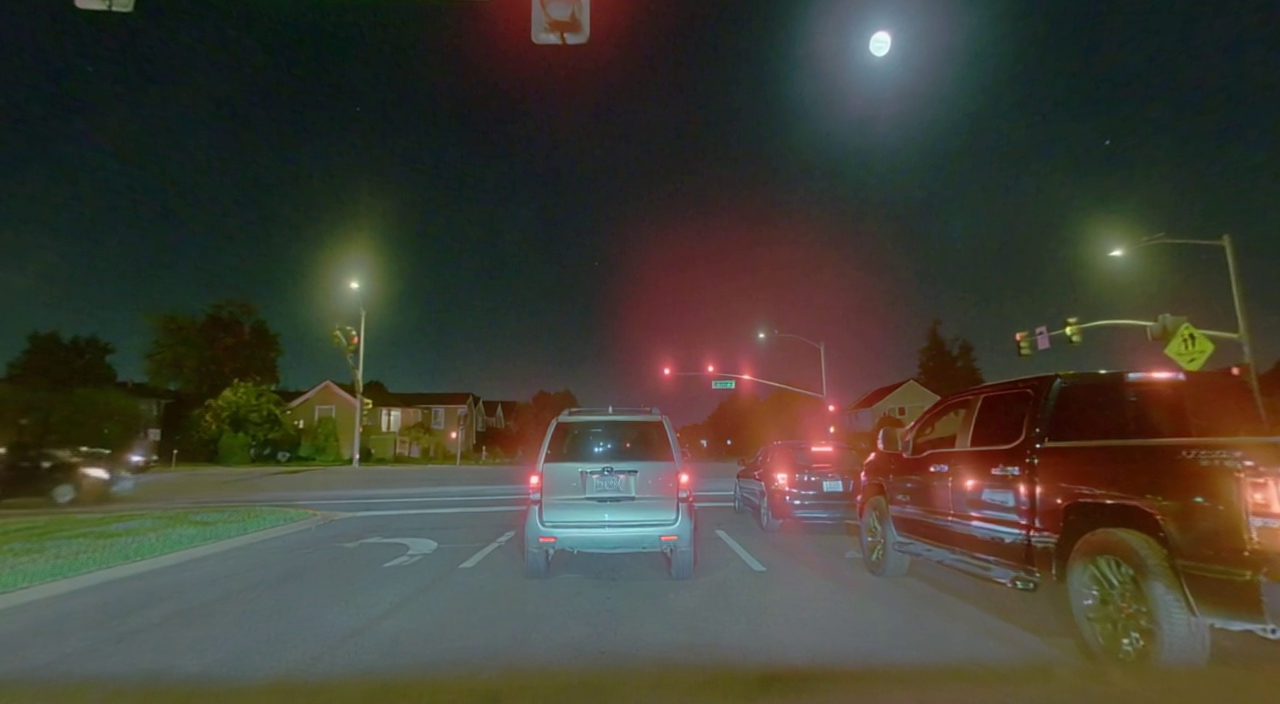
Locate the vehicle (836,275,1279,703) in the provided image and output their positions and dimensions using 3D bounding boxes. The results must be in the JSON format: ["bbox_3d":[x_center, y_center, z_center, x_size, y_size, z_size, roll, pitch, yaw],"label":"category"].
[{"bbox_3d":[2.975,0.945,3.800,1.886,1.849,5.070,0,-8,-1],"label":"vehicle"}]

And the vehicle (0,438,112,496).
[{"bbox_3d":[-20.261,3.662,20.289,4.635,1.755,1.882,1,-8,-7],"label":"vehicle"}]

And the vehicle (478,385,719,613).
[{"bbox_3d":[-0.218,1.408,6.778,1.915,1.780,3.379,-1,-8,4],"label":"vehicle"}]

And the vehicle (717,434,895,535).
[{"bbox_3d":[2.711,2.266,11.531,1.952,1.465,4.421,0,-8,-2],"label":"vehicle"}]
